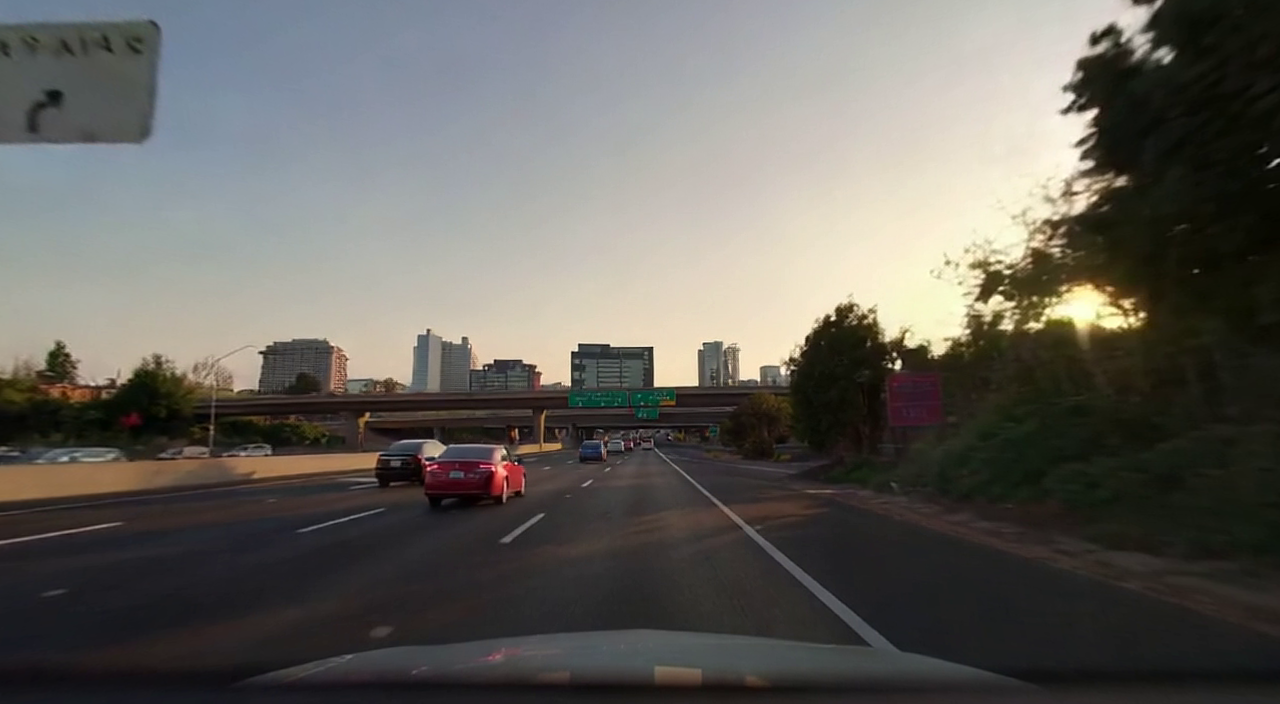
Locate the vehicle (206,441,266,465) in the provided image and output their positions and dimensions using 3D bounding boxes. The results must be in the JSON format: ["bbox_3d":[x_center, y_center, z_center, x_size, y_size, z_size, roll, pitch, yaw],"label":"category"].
[{"bbox_3d":[-24.858,6.220,38.905,1.497,1.395,3.408,0,-8,-2],"label":"vehicle"}]

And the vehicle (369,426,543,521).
[{"bbox_3d":[-3.566,2.450,13.315,2.210,1.628,4.586,-1,-8,1],"label":"vehicle"}]

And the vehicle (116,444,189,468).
[{"bbox_3d":[-32.164,6.831,41.709,1.789,1.518,3.677,-1,-8,2],"label":"vehicle"}]

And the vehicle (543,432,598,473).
[{"bbox_3d":[-3.283,4.843,30.589,2.080,1.811,4.644,-1,-8,1],"label":"vehicle"}]
